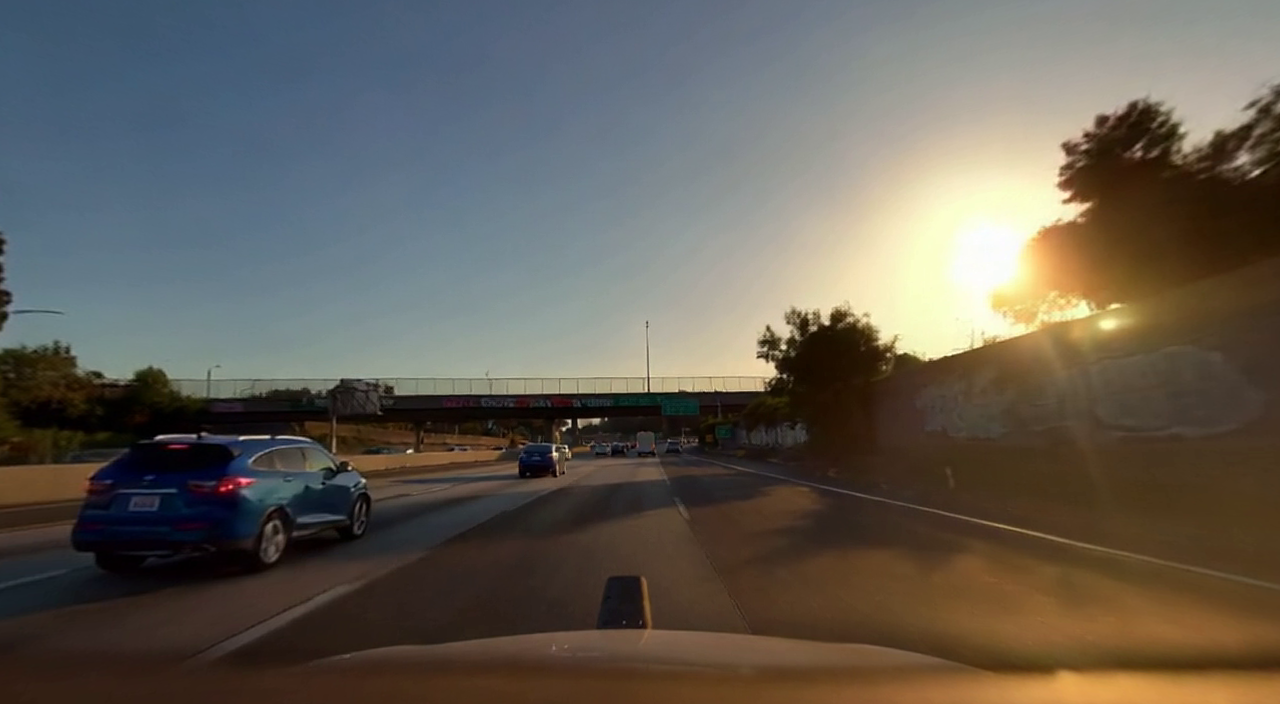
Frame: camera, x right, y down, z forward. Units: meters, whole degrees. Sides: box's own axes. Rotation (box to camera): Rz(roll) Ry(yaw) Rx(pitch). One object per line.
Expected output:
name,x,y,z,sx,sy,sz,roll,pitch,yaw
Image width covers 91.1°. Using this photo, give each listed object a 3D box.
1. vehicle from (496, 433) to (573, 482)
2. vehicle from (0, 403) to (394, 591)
vehicle,-4.021,4.112,24.669,2.154,1.693,4.394,1,-9,1
vehicle,-4.801,1.587,7.629,1.969,1.633,3.962,1,-9,0
